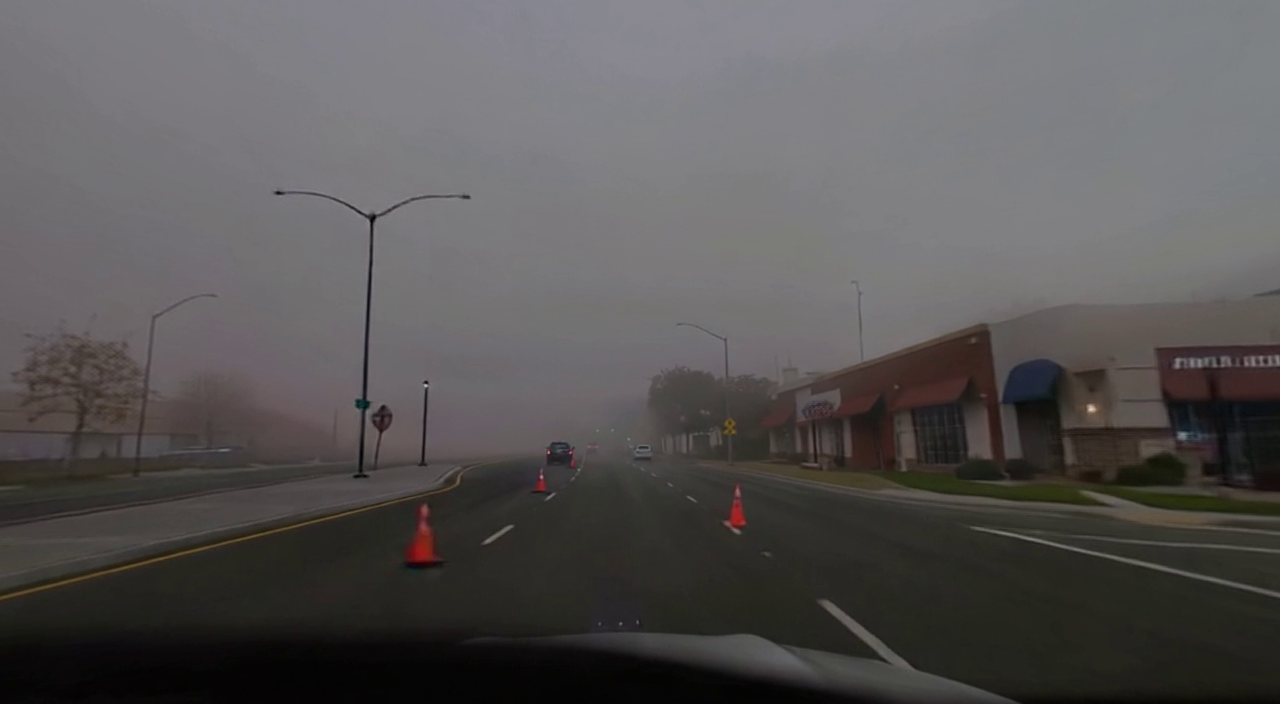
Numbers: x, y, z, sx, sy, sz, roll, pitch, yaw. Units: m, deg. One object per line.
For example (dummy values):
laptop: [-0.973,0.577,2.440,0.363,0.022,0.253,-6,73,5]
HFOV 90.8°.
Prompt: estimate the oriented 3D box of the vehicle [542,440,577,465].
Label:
vehicle: [-5.958,7.521,47.351,2.381,1.721,4.186,0,-9,-4]
